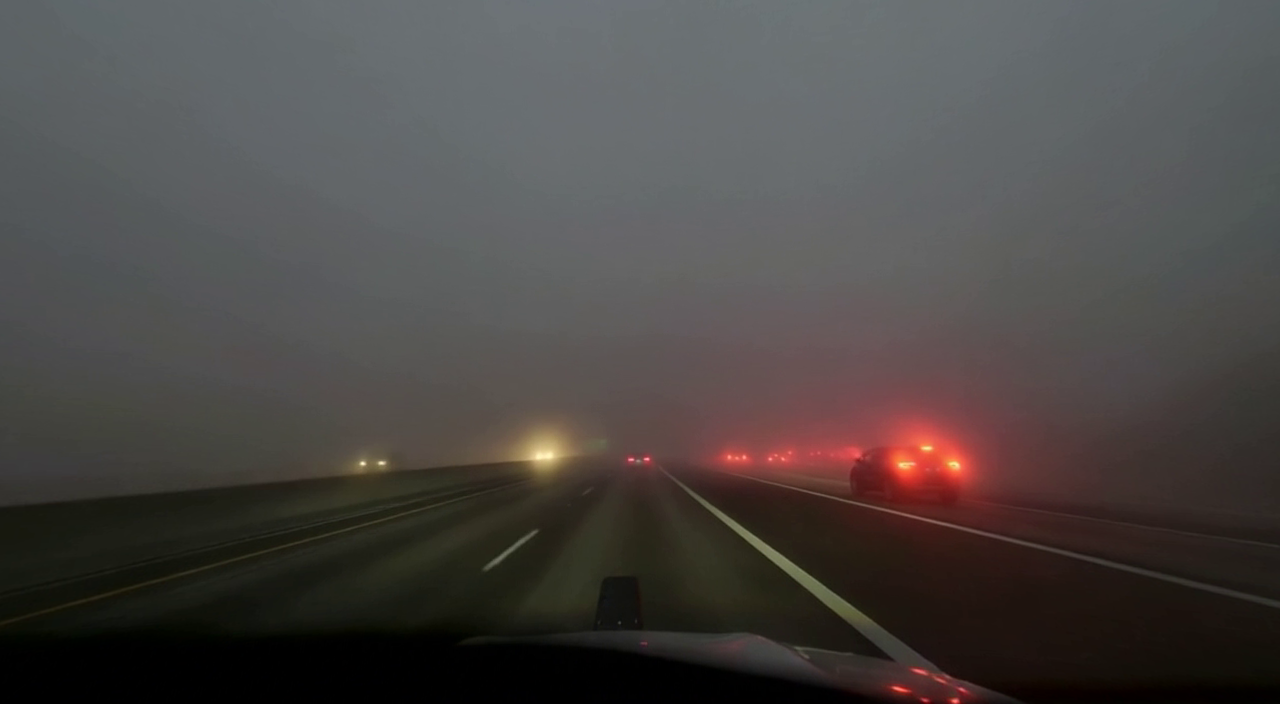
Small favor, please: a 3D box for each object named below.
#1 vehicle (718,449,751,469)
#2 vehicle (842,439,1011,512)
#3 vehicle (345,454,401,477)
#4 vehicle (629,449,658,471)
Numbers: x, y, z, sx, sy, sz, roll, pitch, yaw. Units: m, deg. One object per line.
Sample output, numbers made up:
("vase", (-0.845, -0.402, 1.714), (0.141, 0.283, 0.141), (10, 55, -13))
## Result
("vehicle", (7.332, 8.294, 48.839), (1.941, 1.485, 3.701), (0, -9, -1))
("vehicle", (6.868, 2.992, 15.699), (2.008, 1.533, 4.592), (0, -9, -1))
("vehicle", (-19.058, 8.095, 44.990), (1.958, 1.491, 4.516), (-1, -9, 2))
("vehicle", (0.270, 7.924, 46.156), (2.025, 1.526, 4.181), (-1, -9, 1))
